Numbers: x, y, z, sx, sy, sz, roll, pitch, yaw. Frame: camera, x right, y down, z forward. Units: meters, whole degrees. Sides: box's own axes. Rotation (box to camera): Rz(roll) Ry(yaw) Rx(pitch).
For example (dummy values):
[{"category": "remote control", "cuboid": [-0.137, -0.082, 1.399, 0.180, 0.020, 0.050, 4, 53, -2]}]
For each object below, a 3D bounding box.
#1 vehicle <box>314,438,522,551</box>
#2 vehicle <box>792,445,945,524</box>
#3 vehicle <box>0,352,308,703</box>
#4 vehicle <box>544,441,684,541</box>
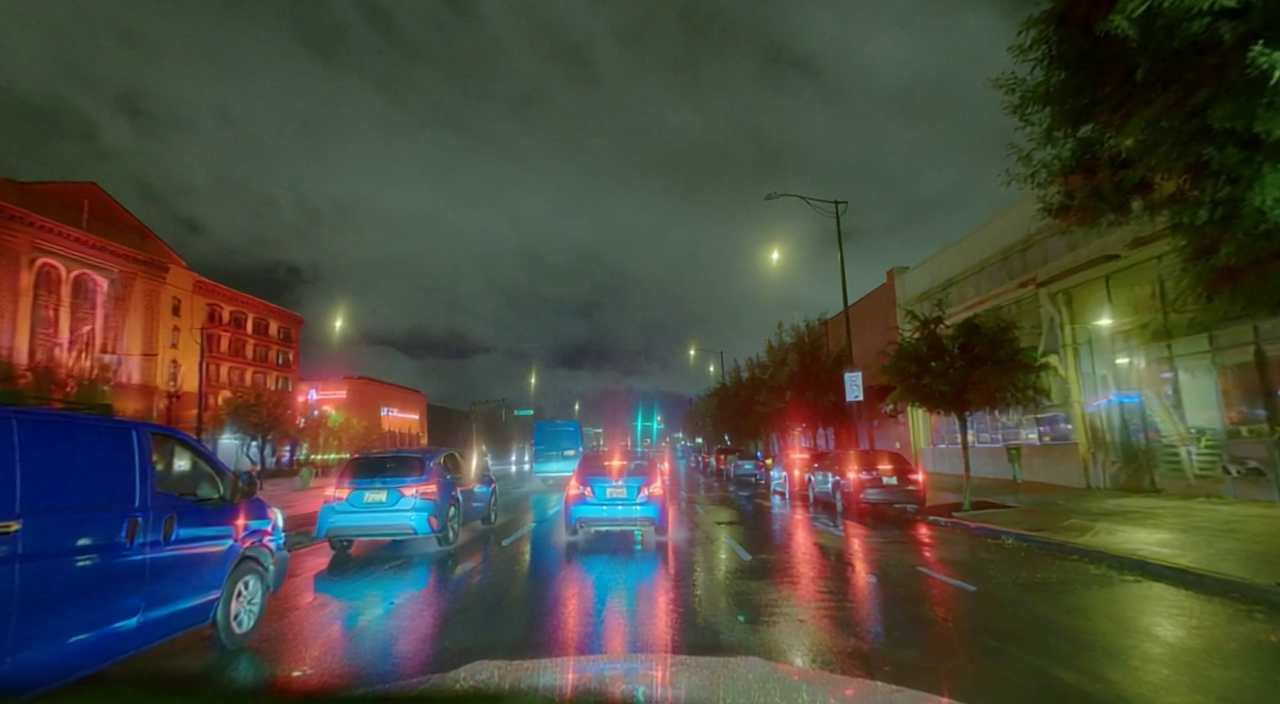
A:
[{"category": "vehicle", "cuboid": [-3.528, 2.334, 11.083, 1.995, 1.554, 4.426, 0, -9, 1]}, {"category": "vehicle", "cuboid": [4.899, 2.854, 14.186, 1.832, 1.491, 4.054, 1, -9, -1]}, {"category": "vehicle", "cuboid": [-3.730, 0.876, 2.537, 2.140, 1.768, 4.685, 0, -9, 1]}, {"category": "vehicle", "cuboid": [-0.389, 2.470, 11.855, 2.152, 1.518, 4.113, 0, -9, 0]}]
